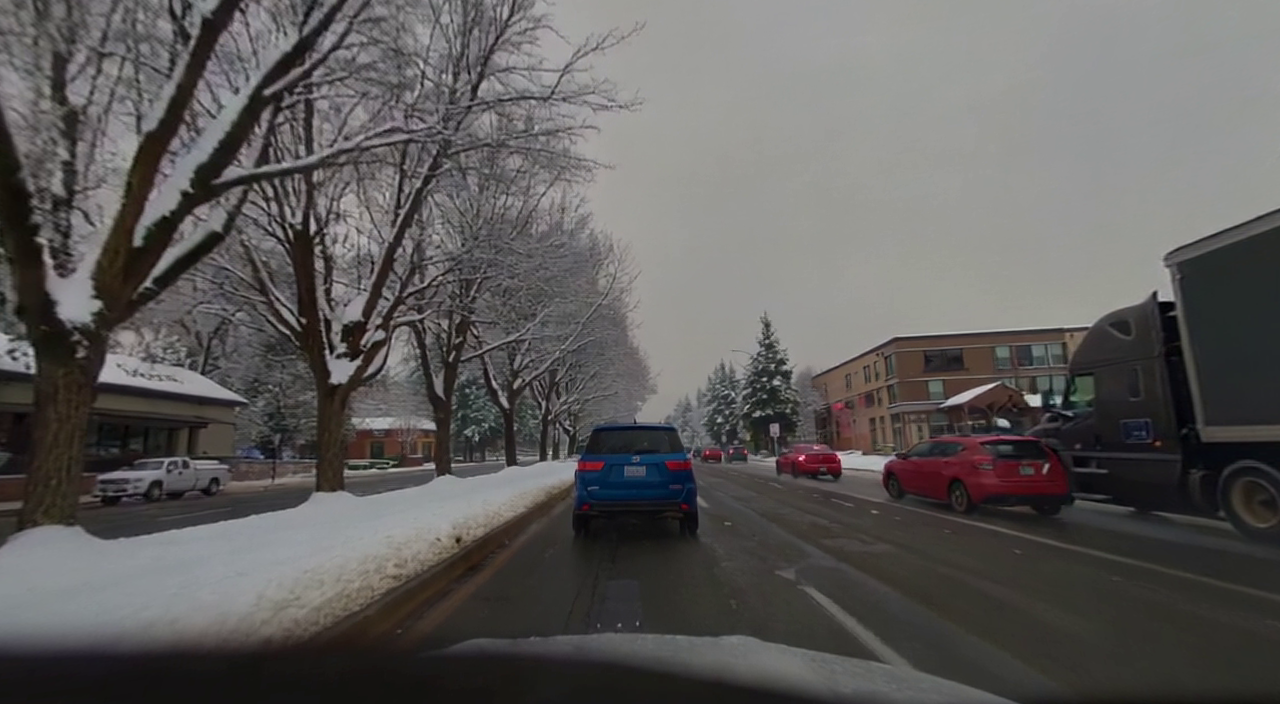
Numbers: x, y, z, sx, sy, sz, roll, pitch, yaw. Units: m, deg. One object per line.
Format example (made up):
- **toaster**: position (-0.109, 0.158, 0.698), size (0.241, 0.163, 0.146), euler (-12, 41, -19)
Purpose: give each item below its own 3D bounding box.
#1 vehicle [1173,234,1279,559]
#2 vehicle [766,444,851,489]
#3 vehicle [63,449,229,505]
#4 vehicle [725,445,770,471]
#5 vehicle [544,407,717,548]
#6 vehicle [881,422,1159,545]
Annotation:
- **vehicle**: position (9.968, -0.512, 1.220), size (2.879, 4.284, 17.334), euler (0, -9, 0)
- **vehicle**: position (6.408, 4.389, 24.559), size (2.035, 1.553, 4.465), euler (0, -9, 0)
- **vehicle**: position (-19.311, 4.861, 25.156), size (2.302, 1.939, 5.221), euler (0, -9, 1)
- **vehicle**: position (6.533, 6.474, 38.846), size (1.914, 1.523, 4.287), euler (0, -9, -1)
- **vehicle**: position (-0.153, 2.001, 10.660), size (2.320, 1.880, 4.192), euler (0, -9, -1)
- **vehicle**: position (6.181, 2.177, 11.118), size (2.056, 1.703, 4.428), euler (0, -9, -1)
